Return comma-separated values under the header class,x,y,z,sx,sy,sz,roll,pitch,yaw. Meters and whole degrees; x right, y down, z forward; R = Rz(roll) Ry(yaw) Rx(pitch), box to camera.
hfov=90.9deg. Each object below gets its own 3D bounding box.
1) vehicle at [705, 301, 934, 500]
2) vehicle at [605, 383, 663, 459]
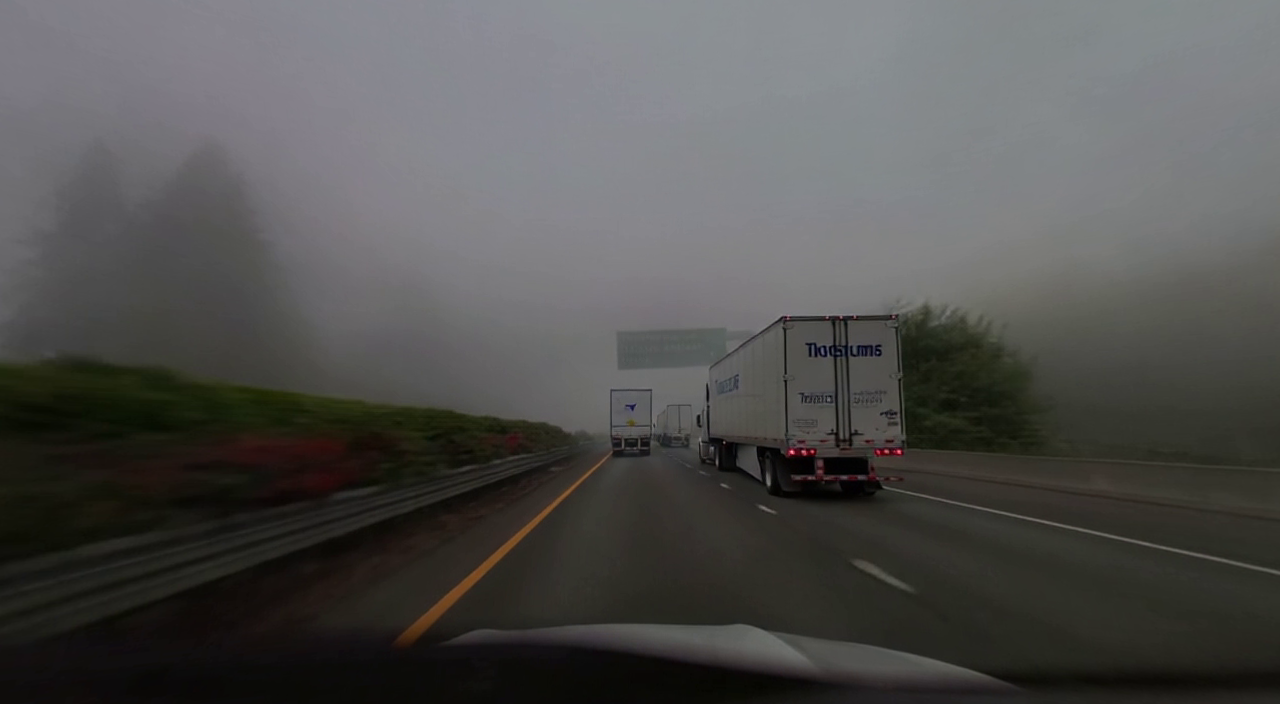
class,x,y,z,sx,sy,sz,roll,pitch,yaw
vehicle,4.444,1.930,20.355,2.856,4.145,14.500,0,-8,-1
vehicle,-0.447,4.261,37.687,2.958,3.917,10.196,0,-8,-1
